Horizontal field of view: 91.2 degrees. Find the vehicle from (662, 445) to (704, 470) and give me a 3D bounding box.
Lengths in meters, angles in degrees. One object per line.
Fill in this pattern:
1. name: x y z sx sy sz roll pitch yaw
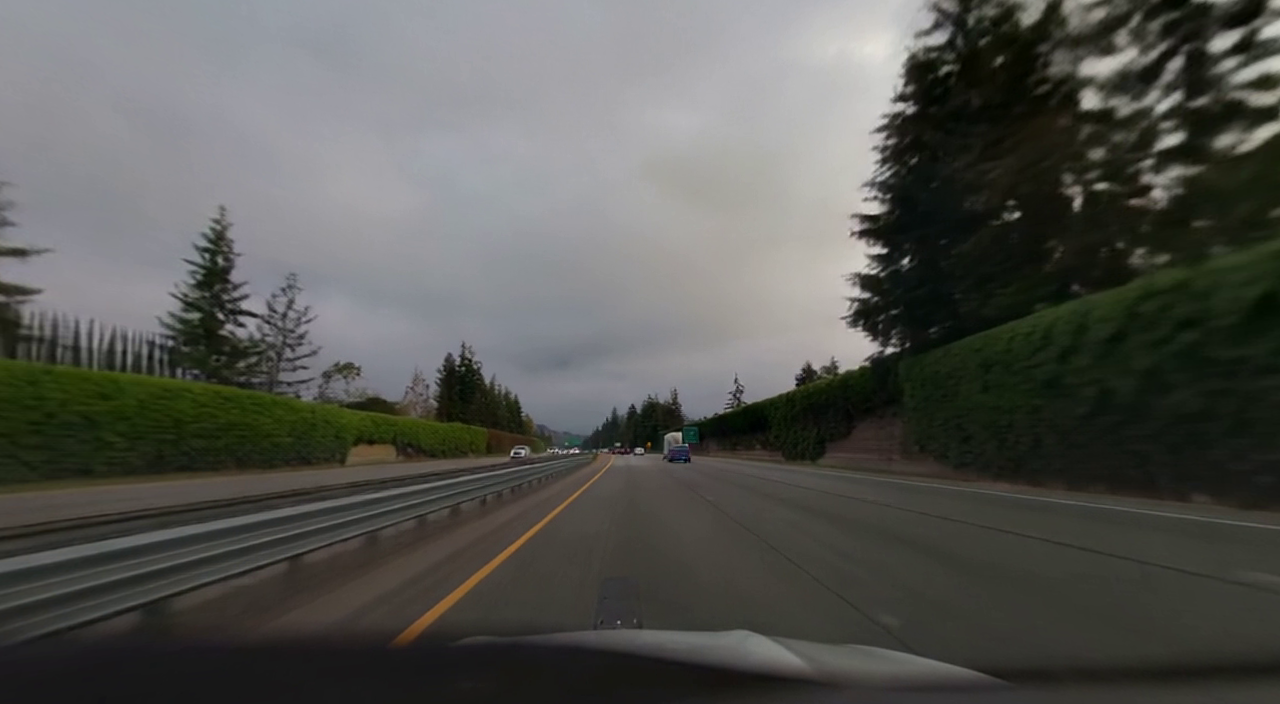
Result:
1. vehicle: 2.732 6.807 40.734 2.244 1.498 4.338 0 -9 -2
